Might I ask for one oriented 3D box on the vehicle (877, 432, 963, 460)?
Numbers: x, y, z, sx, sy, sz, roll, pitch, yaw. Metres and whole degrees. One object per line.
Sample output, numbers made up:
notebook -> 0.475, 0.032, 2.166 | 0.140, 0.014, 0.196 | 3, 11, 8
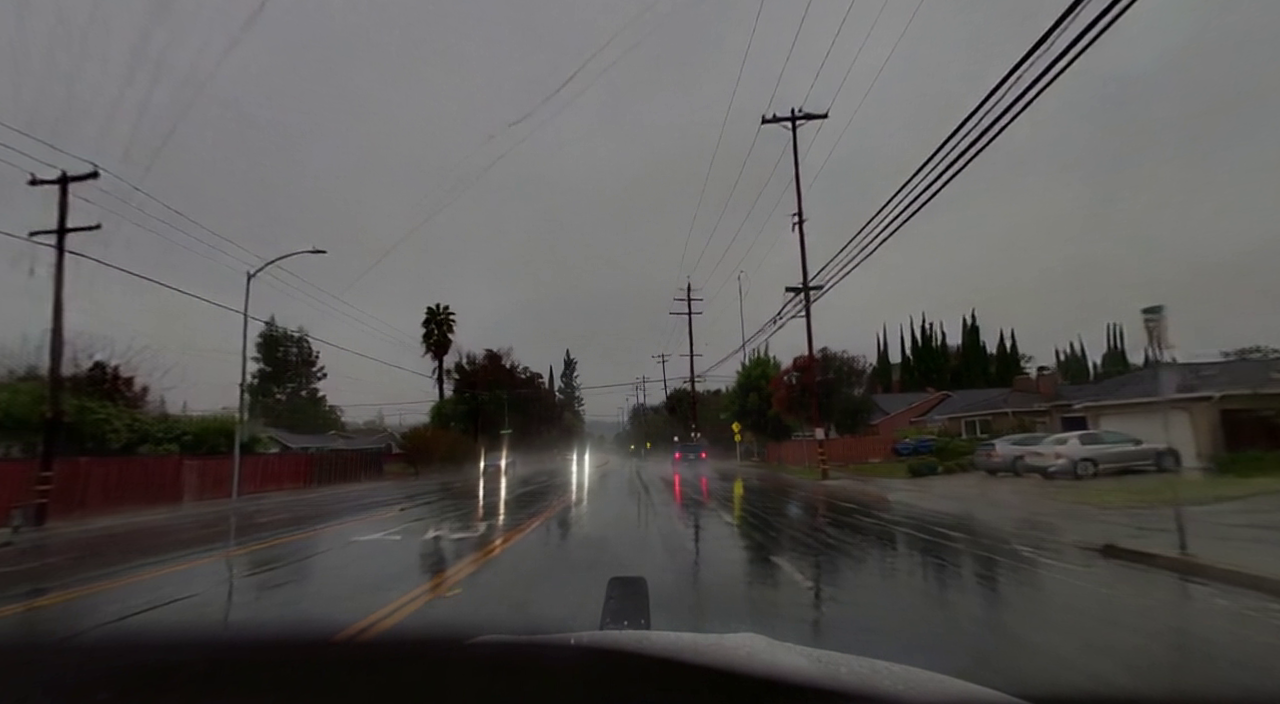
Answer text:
vehicle -> 18.278, 6.166, 41.142 | 4.766, 1.493, 2.076 | -9, -11, 30

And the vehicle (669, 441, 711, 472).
vehicle -> 3.195, 6.771, 41.101 | 2.144, 1.843, 4.827 | 0, -9, -3

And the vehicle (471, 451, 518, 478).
vehicle -> -9.748, 7.534, 42.521 | 2.050, 1.536, 4.537 | -4, -9, 0

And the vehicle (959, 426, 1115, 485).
vehicle -> 12.247, 3.250, 19.931 | 1.970, 1.561, 4.725 | -2, -9, 3

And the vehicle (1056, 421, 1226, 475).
vehicle -> 15.954, 3.104, 20.438 | 1.747, 1.405, 4.372 | -4, -8, -2
